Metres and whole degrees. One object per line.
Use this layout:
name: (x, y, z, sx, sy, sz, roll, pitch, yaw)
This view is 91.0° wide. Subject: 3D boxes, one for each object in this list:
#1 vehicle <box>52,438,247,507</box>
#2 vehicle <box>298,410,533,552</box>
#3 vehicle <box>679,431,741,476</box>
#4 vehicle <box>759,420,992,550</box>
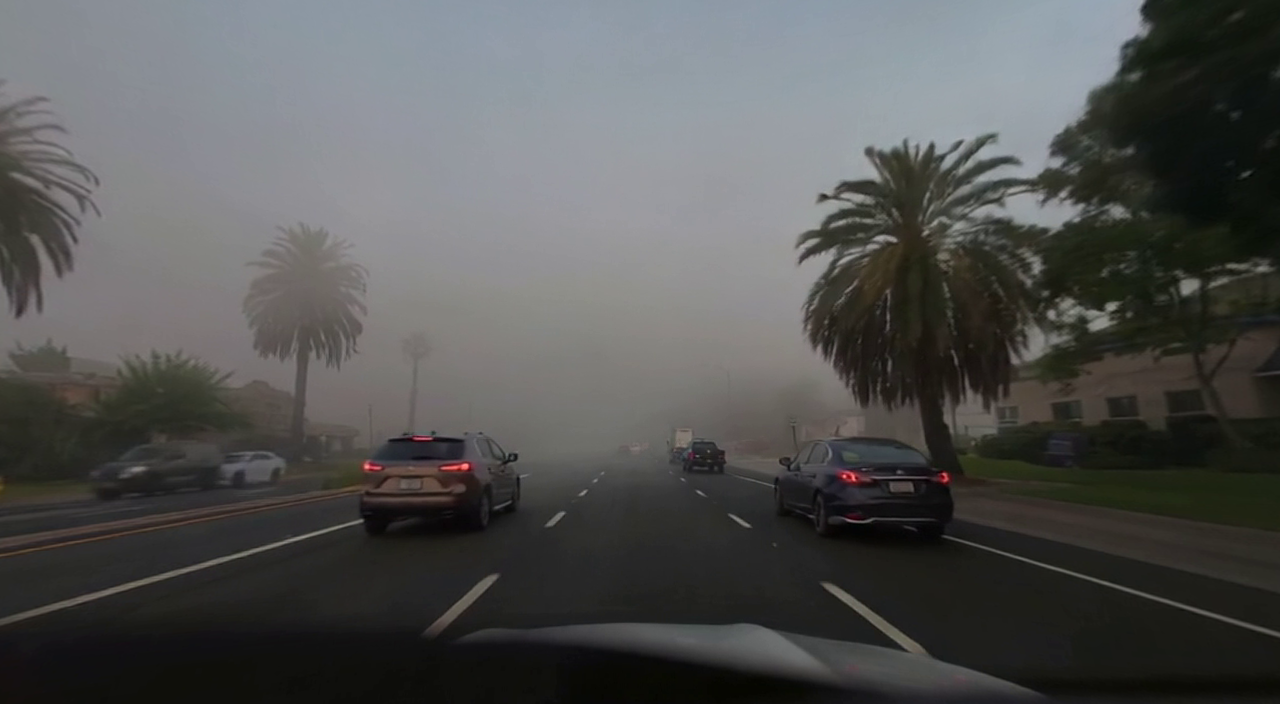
vehicle: (-14.885, 3.646, 19.601, 2.101, 1.832, 4.893, 0, -8, 0)
vehicle: (-3.171, 1.936, 10.129, 2.084, 1.735, 4.528, 0, -8, 0)
vehicle: (3.189, 4.755, 29.635, 2.244, 1.901, 4.561, 1, -9, -2)
vehicle: (3.478, 2.047, 10.344, 2.084, 1.682, 4.148, 1, -9, -2)
